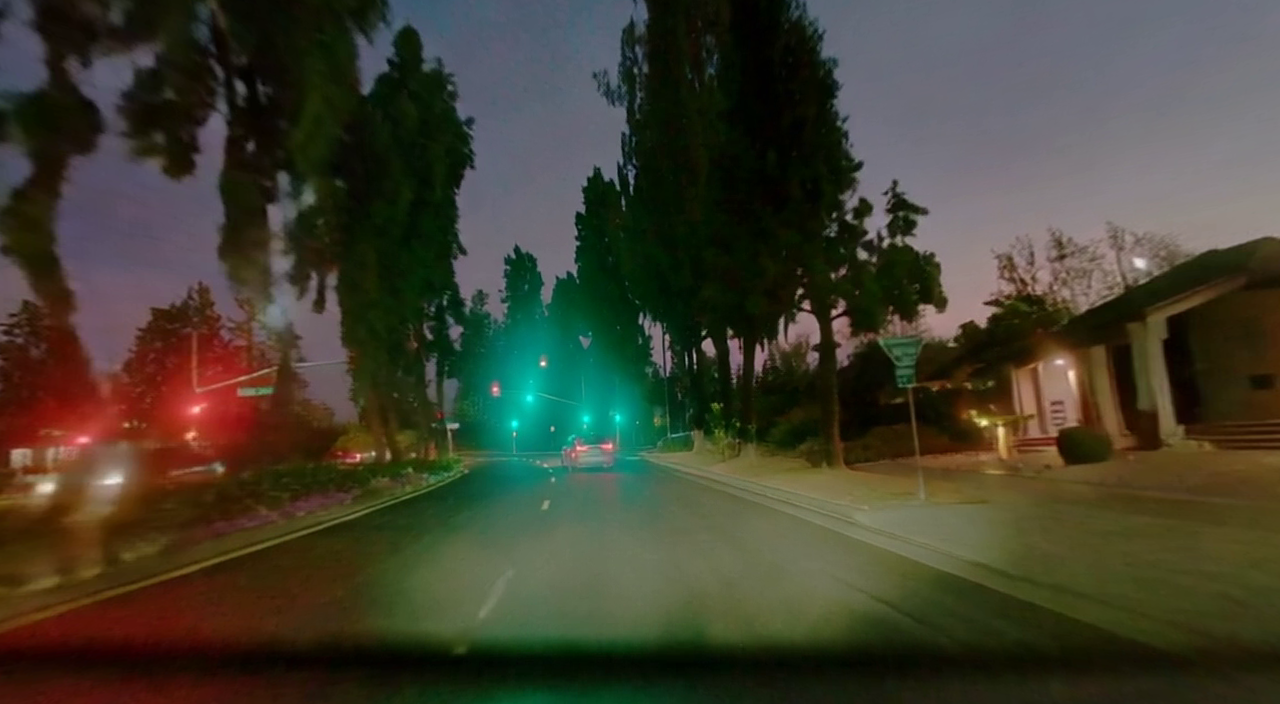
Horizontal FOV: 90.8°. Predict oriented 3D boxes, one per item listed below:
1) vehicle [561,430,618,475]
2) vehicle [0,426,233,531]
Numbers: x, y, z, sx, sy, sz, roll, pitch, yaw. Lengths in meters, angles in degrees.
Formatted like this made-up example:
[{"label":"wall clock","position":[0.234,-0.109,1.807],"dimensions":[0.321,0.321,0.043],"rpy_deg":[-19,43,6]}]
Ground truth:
[{"label":"vehicle","position":[-2.195,4.210,26.710],"dimensions":[1.990,1.707,4.225],"rpy_deg":[1,-9,-10]},{"label":"vehicle","position":[-12.380,2.847,14.982],"dimensions":[2.259,1.973,5.712],"rpy_deg":[1,-8,-8]}]
